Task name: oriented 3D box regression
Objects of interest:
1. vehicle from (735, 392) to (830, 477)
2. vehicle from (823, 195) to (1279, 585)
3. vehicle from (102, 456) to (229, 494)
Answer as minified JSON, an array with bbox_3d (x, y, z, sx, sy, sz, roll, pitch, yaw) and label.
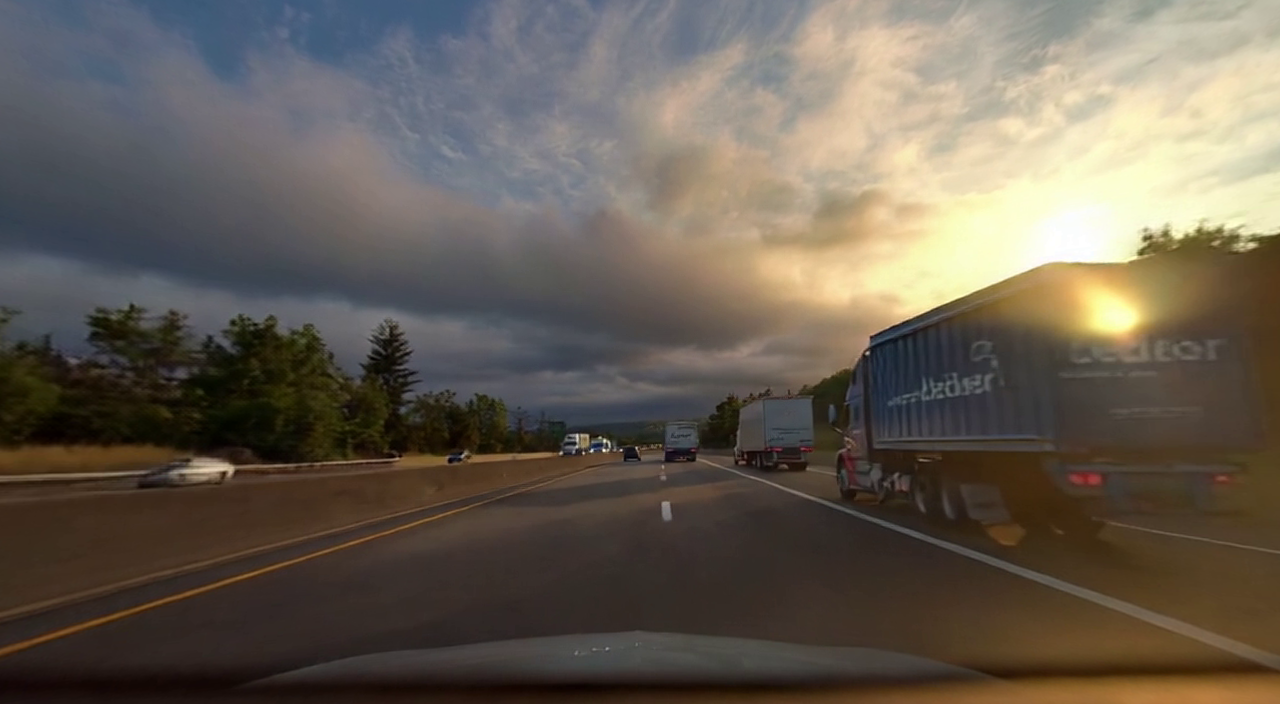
[{"bbox_3d":[7.873,4.854,37.083,2.843,4.053,13.777,0,-8,2],"label":"vehicle"},{"bbox_3d":[6.119,0.970,11.197,2.920,3.860,10.035,0,-8,1],"label":"vehicle"},{"bbox_3d":[-21.748,5.624,29.108,2.271,1.456,4.482,-1,-8,3],"label":"vehicle"}]
